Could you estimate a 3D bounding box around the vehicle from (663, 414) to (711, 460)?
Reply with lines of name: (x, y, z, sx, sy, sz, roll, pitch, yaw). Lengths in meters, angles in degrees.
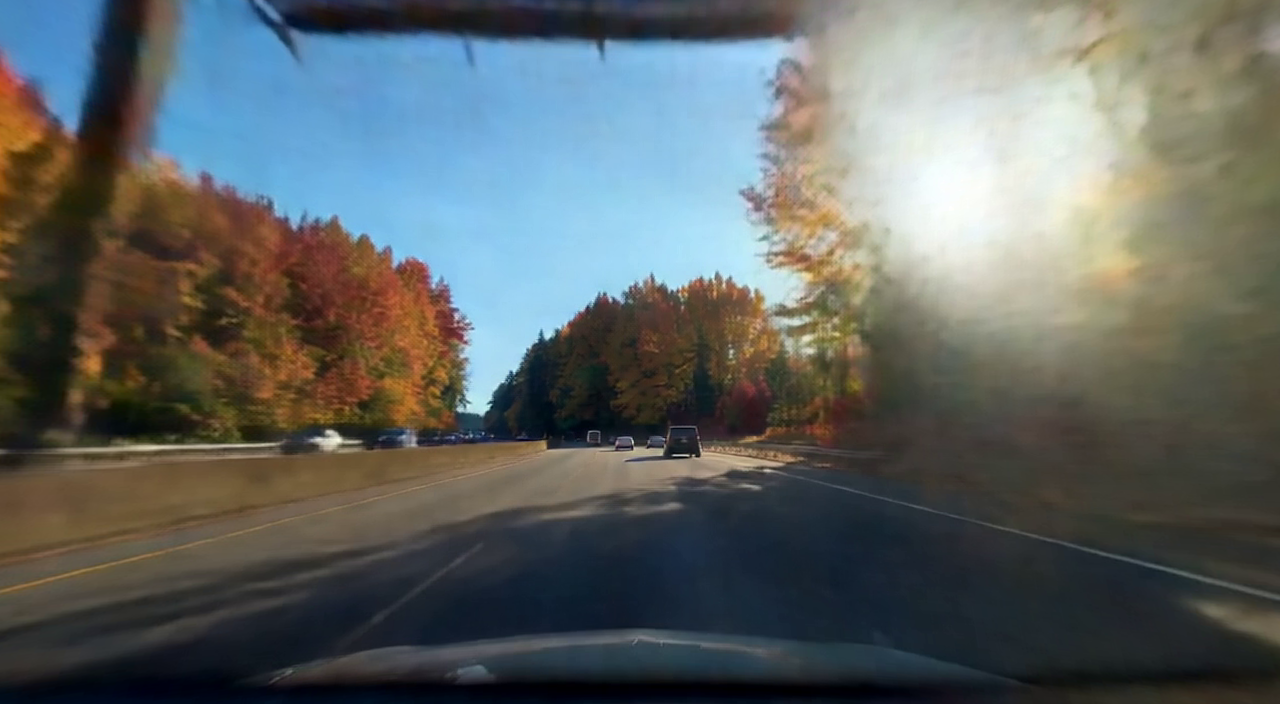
vehicle: (2.761, 5.260, 38.804, 2.411, 2.614, 5.781, 0, -8, -1)
